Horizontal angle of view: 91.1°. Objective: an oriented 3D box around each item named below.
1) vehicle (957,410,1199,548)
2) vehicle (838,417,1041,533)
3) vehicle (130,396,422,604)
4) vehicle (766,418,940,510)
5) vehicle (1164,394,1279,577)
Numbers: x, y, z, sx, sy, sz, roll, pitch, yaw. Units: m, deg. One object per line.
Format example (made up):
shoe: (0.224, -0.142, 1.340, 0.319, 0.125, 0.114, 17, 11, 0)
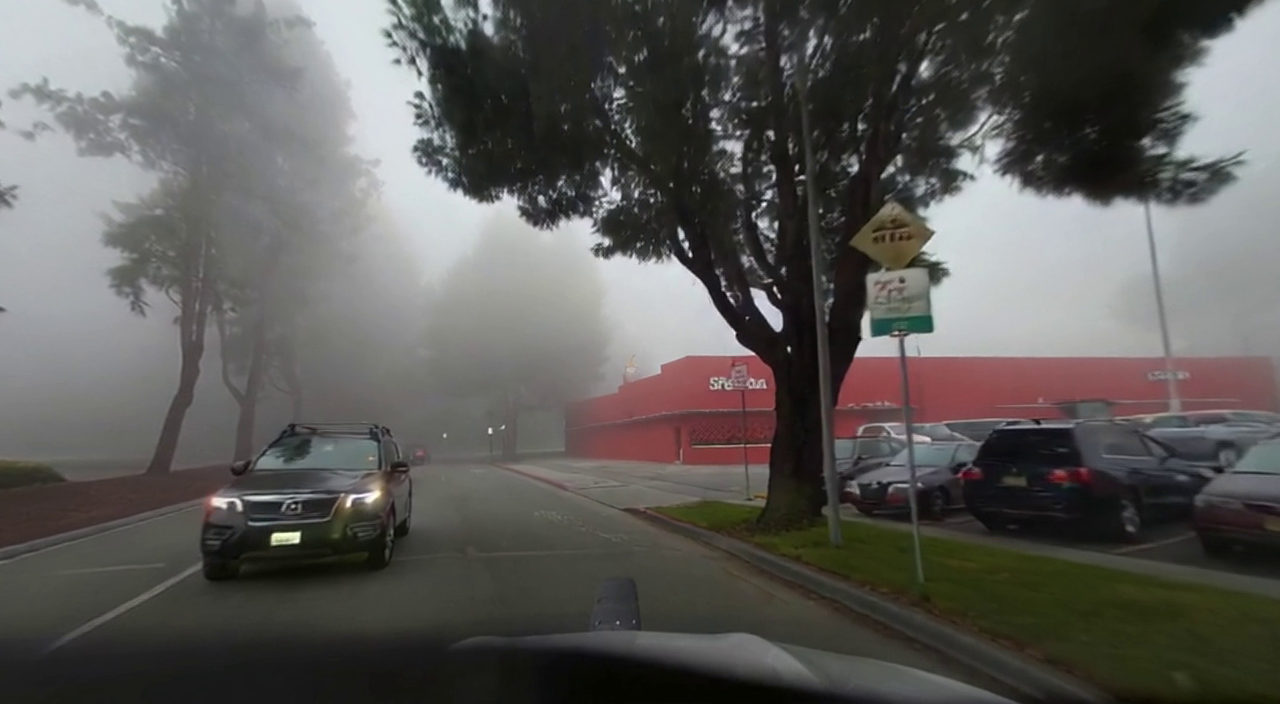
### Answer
vehicle: (6.108, 1.604, 8.642, 3.577, 1.455, 1.925, 7, -11, -43)
vehicle: (5.257, 1.994, 10.860, 3.556, 1.441, 1.935, 2, -9, -45)
vehicle: (-3.926, 1.573, 7.719, 2.065, 1.773, 4.128, 2, -8, -16)
vehicle: (4.671, 2.340, 13.648, 3.575, 1.473, 1.785, 0, -8, -39)
vehicle: (6.586, 1.189, 6.023, 3.543, 1.440, 1.911, 7, -11, -44)
